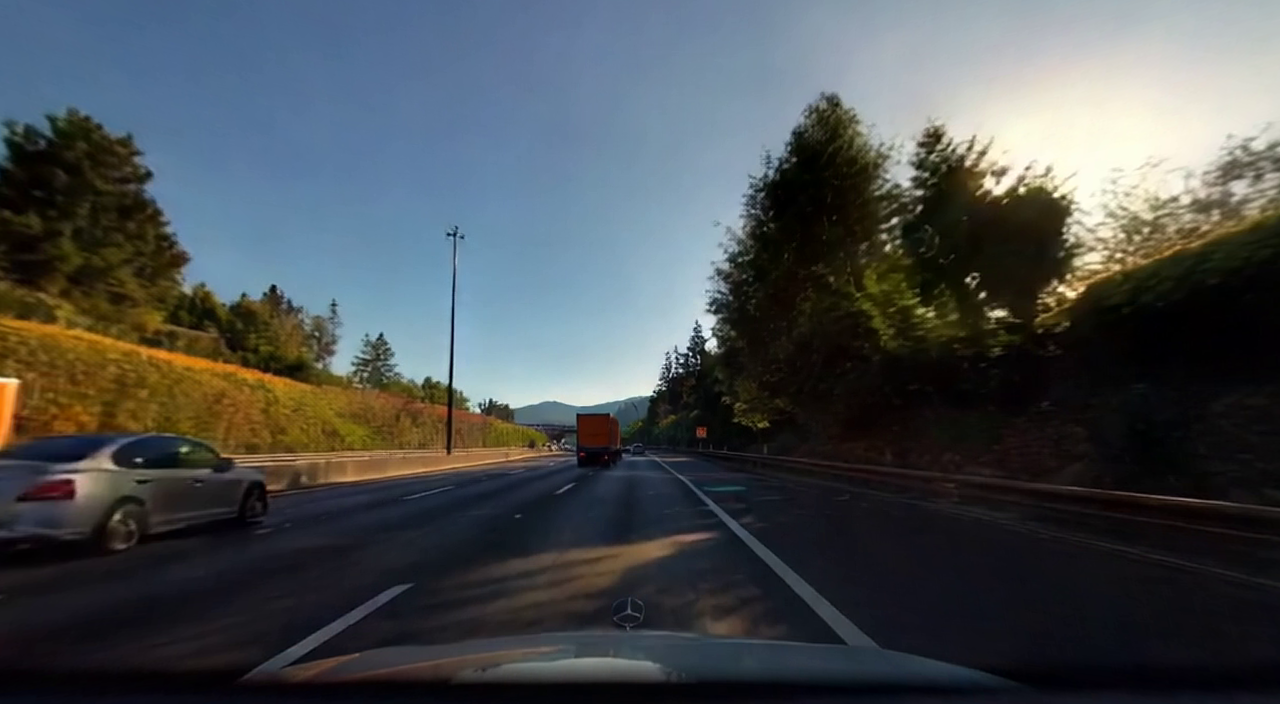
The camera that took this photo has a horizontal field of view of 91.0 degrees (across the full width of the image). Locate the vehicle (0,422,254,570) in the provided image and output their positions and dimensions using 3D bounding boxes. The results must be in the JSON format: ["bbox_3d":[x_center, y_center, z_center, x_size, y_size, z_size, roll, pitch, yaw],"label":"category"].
[{"bbox_3d":[-7.615,1.763,8.416,2.046,1.513,4.419,0,-8,0],"label":"vehicle"}]
